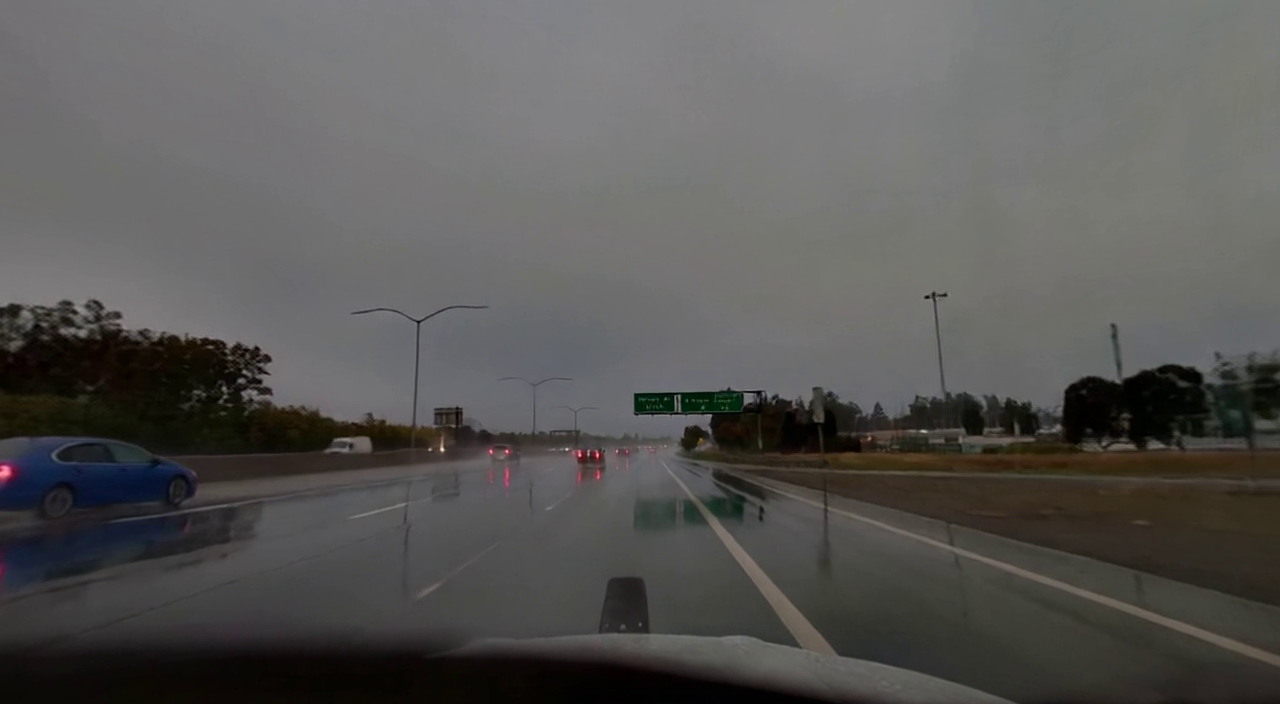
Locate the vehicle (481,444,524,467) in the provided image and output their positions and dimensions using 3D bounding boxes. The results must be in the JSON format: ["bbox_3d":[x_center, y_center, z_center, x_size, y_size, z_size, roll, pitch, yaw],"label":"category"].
[{"bbox_3d":[-9.487,7.157,43.796,1.930,1.490,3.955,0,-8,2],"label":"vehicle"}]

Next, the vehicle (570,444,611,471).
[{"bbox_3d":[-2.925,6.319,38.063,2.050,1.479,4.342,0,-8,1],"label":"vehicle"}]

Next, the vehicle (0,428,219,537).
[{"bbox_3d":[-10.064,2.161,11.005,2.002,1.526,4.822,0,-8,2],"label":"vehicle"}]
